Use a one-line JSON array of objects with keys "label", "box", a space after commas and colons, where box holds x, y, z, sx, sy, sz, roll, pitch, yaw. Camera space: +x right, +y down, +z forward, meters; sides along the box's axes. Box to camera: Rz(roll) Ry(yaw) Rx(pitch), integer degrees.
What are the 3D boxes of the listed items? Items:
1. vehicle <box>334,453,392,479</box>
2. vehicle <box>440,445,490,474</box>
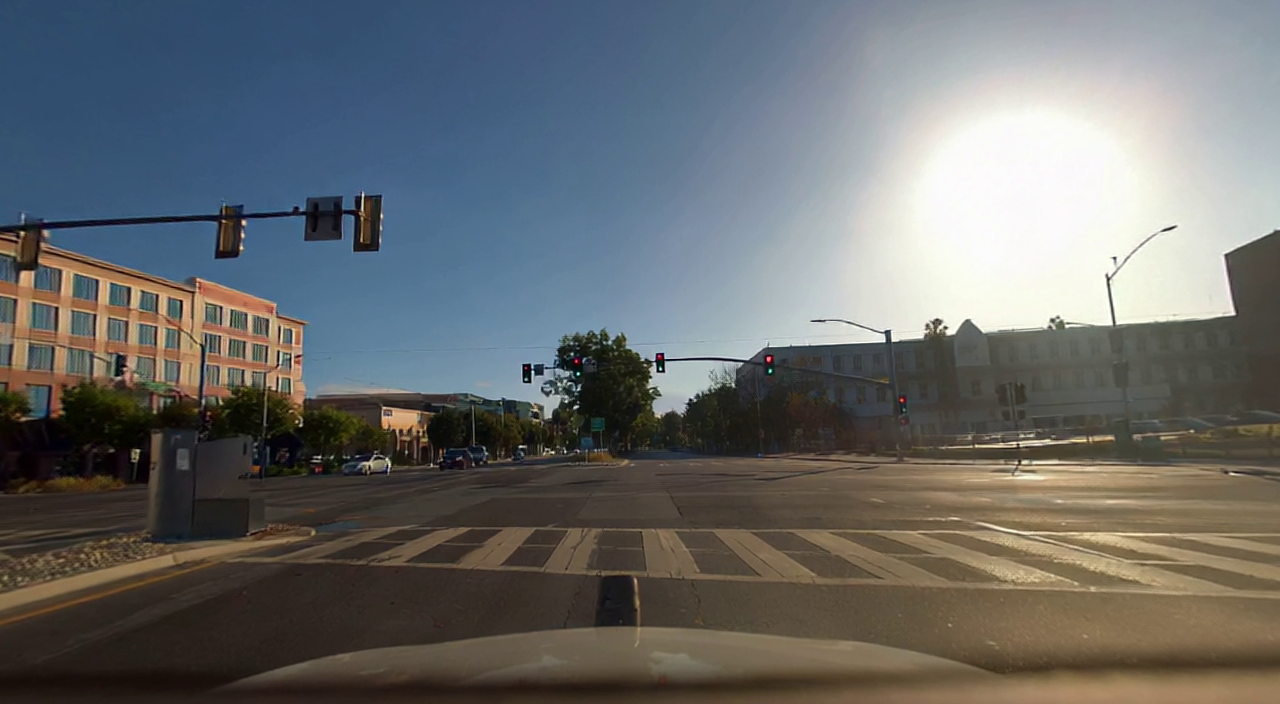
[{"label": "vehicle", "box": [-18.852, 7.744, 43.223, 1.933, 1.664, 4.255, 0, -9, 1]}, {"label": "vehicle", "box": [-12.170, 7.476, 44.234, 2.151, 1.847, 4.634, 0, -9, 0]}]
